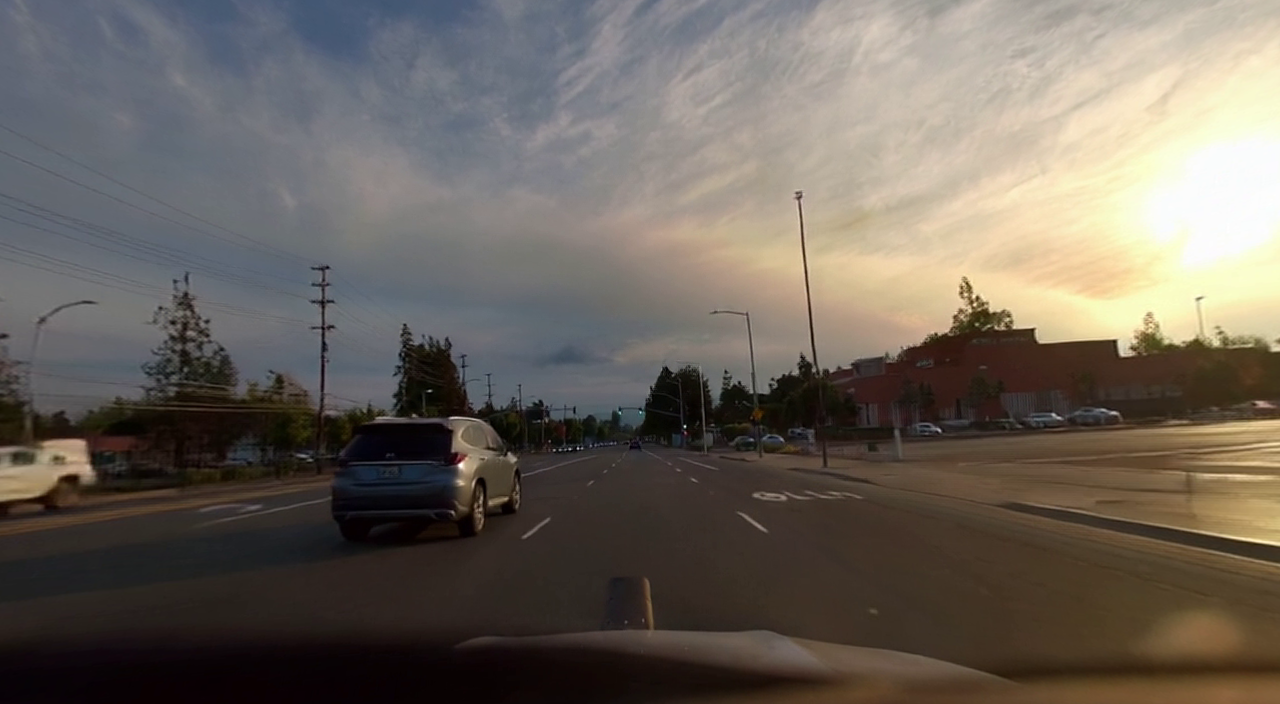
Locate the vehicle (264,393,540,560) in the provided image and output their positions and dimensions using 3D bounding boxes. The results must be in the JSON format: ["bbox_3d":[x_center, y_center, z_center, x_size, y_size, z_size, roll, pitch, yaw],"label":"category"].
[{"bbox_3d":[-3.015,1.718,9.426,2.190,1.844,4.751,0,-8,1],"label":"vehicle"}]
